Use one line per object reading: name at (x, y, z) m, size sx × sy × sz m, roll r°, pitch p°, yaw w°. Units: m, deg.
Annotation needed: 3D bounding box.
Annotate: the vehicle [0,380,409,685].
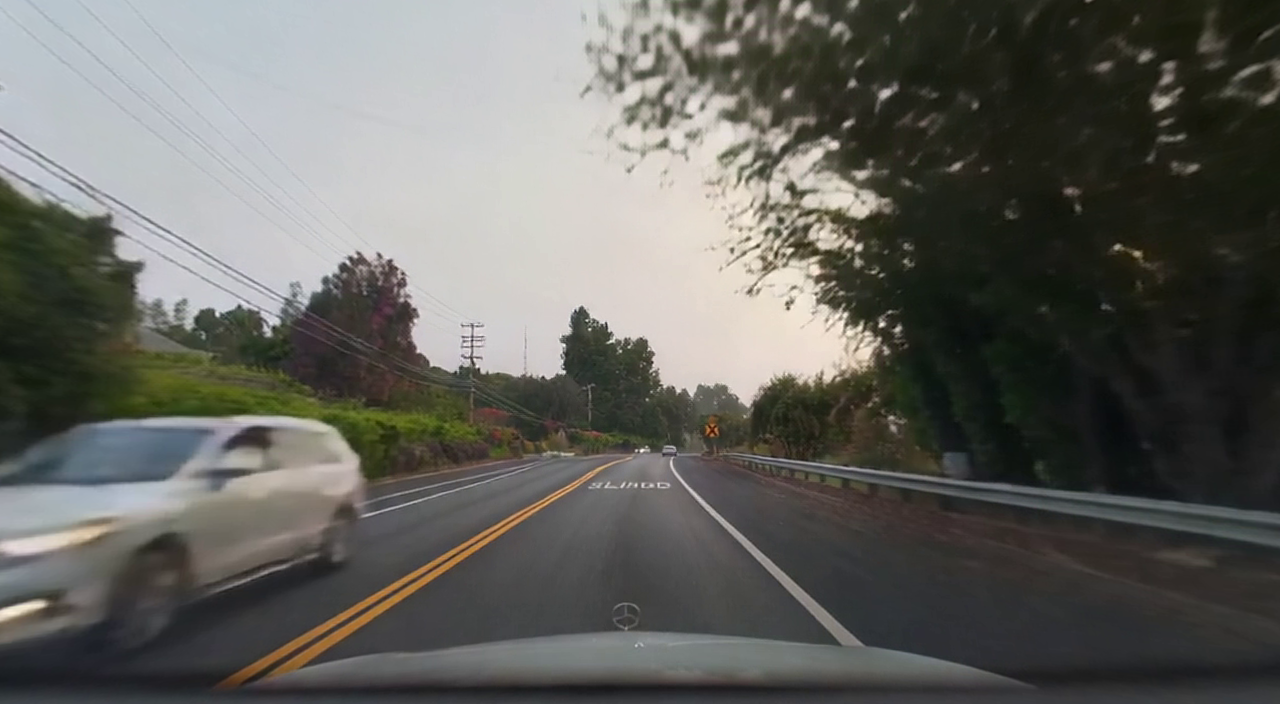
vehicle at (-3.992, 1.343, 5.833) m, size 2.018 × 1.702 × 4.423 m, roll 0°, pitch -9°, yaw 0°
